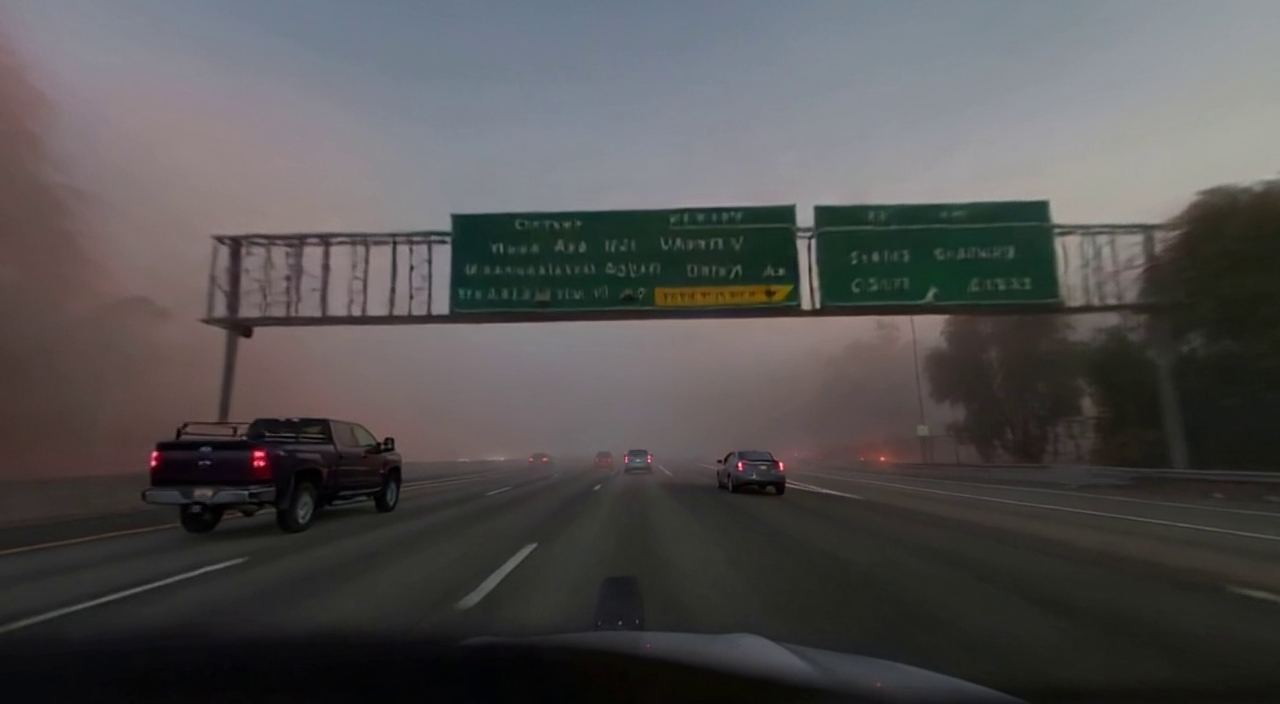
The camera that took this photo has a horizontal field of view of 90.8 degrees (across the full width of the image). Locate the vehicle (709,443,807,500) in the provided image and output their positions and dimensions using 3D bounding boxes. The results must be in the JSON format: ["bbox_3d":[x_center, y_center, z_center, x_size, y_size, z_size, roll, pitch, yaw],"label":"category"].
[{"bbox_3d":[3.328,3.466,18.768,2.011,1.462,4.286,0,-9,-1],"label":"vehicle"}]

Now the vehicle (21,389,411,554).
[{"bbox_3d":[-6.335,1.938,10.890,2.444,2.012,6.122,0,-9,0],"label":"vehicle"}]

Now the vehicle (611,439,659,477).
[{"bbox_3d":[-0.233,5.453,32.637,2.323,1.805,4.729,0,-9,0],"label":"vehicle"}]

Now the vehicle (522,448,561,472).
[{"bbox_3d":[-6.614,7.266,42.650,1.920,1.482,4.385,0,-9,0],"label":"vehicle"}]
